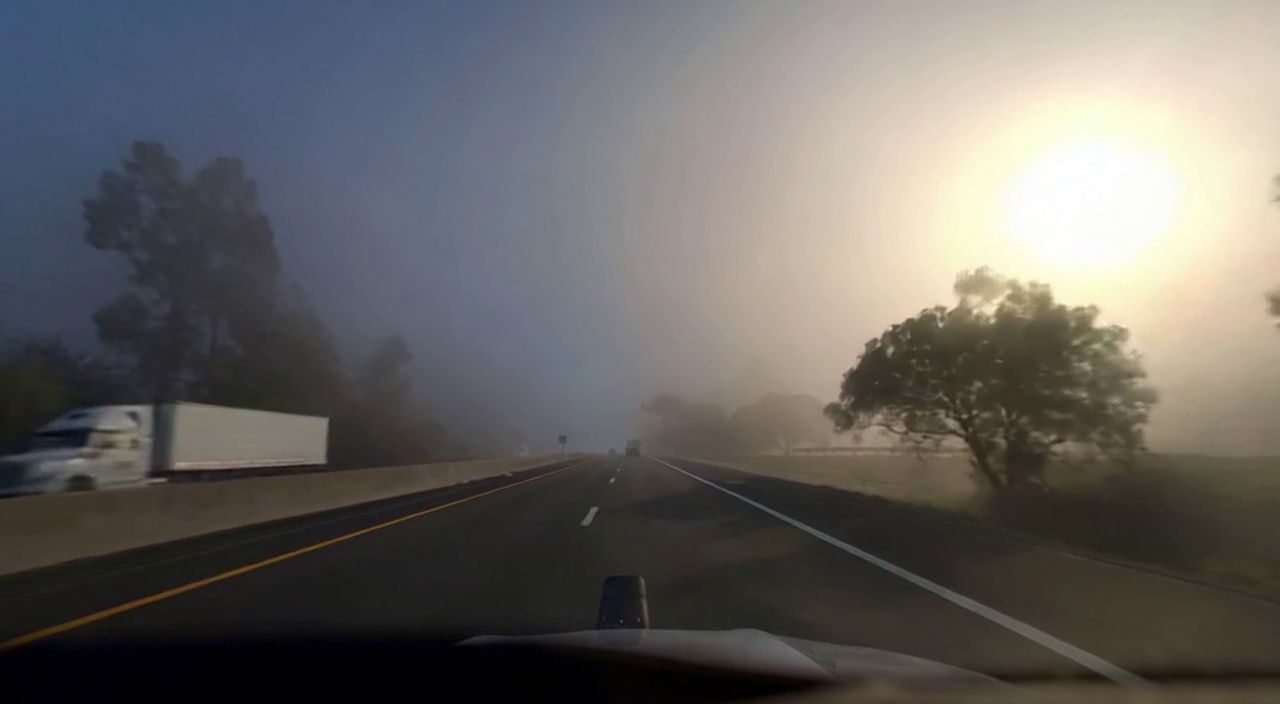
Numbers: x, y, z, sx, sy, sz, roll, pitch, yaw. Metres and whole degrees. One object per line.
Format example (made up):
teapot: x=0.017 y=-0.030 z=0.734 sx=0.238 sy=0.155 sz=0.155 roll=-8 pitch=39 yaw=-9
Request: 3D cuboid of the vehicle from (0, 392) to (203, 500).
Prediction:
vehicle: x=-21.018 y=3.705 z=25.043 sx=2.978 sy=3.740 sz=5.936 roll=0 pitch=-9 yaw=-1
